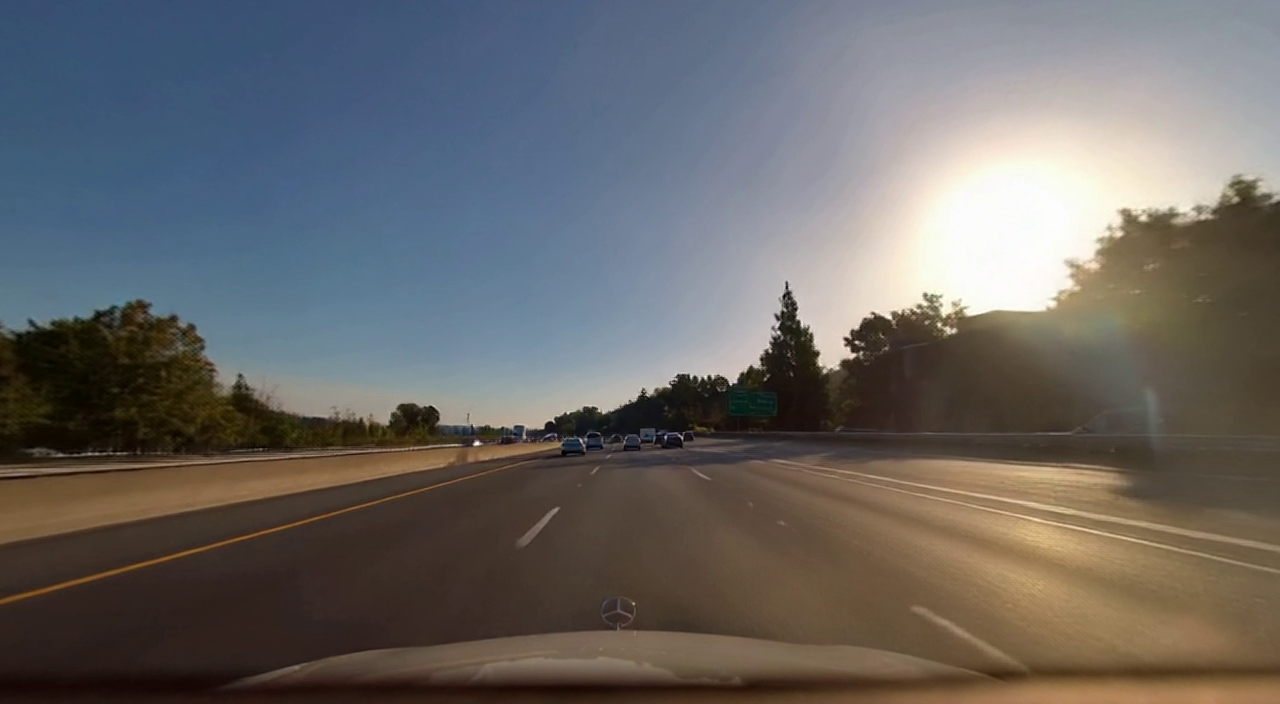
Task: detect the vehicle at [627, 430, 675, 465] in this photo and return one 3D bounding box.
[{"bbox_3d":[0.446,4.545,30.064,2.086,1.554,3.875,0,-8,-2],"label":"vehicle"}]

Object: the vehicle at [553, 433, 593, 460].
[{"bbox_3d":[-3.963,5.678,37.982,2.014,1.471,4.380,0,-8,-1],"label":"vehicle"}]

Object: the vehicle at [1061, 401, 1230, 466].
[{"bbox_3d":[21.779,3.608,27.670,2.232,2.540,6.015,0,-8,-1],"label":"vehicle"}]
